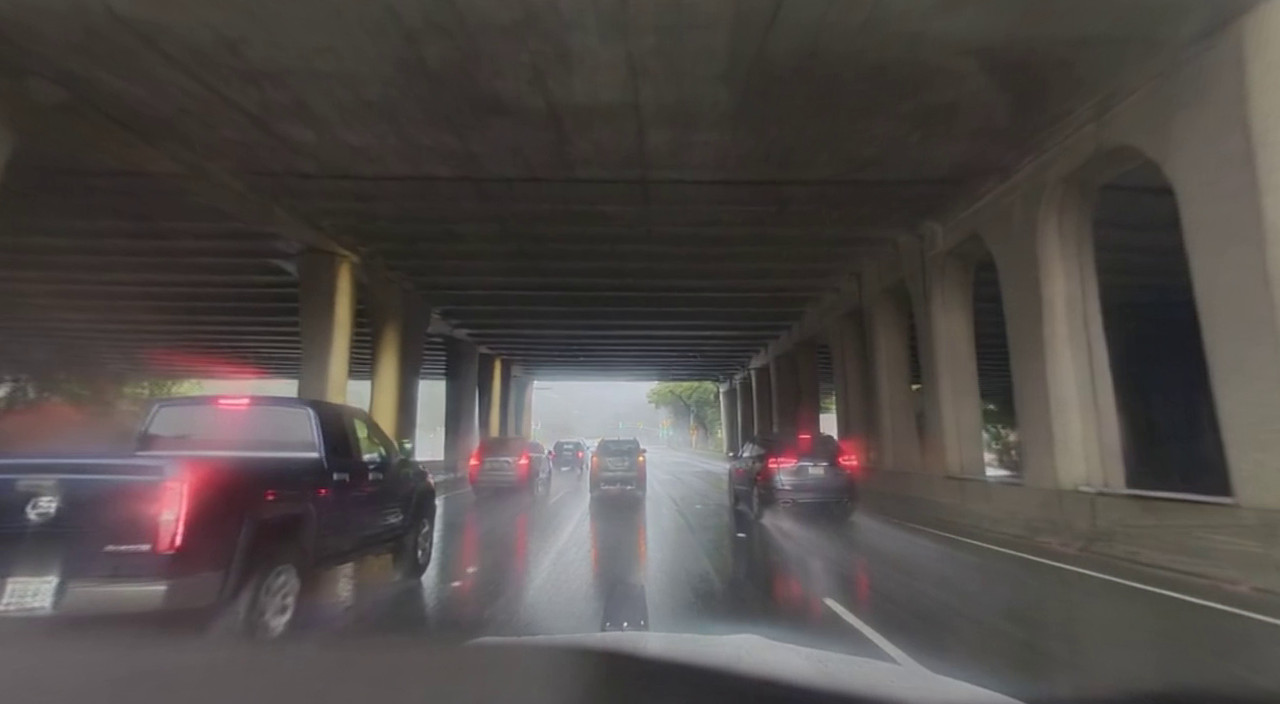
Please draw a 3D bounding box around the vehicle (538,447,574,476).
[{"bbox_3d":[-4.982,6.525,37.823,1.829,1.614,3.611,0,-9,-3],"label":"vehicle"}]

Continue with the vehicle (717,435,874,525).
[{"bbox_3d":[3.336,2.876,14.916,2.234,1.720,5.378,0,-8,-1],"label":"vehicle"}]

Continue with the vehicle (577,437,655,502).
[{"bbox_3d":[-0.718,3.488,19.072,2.097,1.748,3.794,0,-9,-2],"label":"vehicle"}]

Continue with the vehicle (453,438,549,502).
[{"bbox_3d":[-4.066,3.497,19.143,2.127,1.720,4.064,0,-8,-2],"label":"vehicle"}]

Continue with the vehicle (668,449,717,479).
[{"bbox_3d":[2.742,5.977,33.790,2.026,1.457,3.969,1,-9,-4],"label":"vehicle"}]

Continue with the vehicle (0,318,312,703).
[{"bbox_3d":[-3.608,0.789,2.581,2.074,1.814,4.596,0,-8,-1],"label":"vehicle"}]
